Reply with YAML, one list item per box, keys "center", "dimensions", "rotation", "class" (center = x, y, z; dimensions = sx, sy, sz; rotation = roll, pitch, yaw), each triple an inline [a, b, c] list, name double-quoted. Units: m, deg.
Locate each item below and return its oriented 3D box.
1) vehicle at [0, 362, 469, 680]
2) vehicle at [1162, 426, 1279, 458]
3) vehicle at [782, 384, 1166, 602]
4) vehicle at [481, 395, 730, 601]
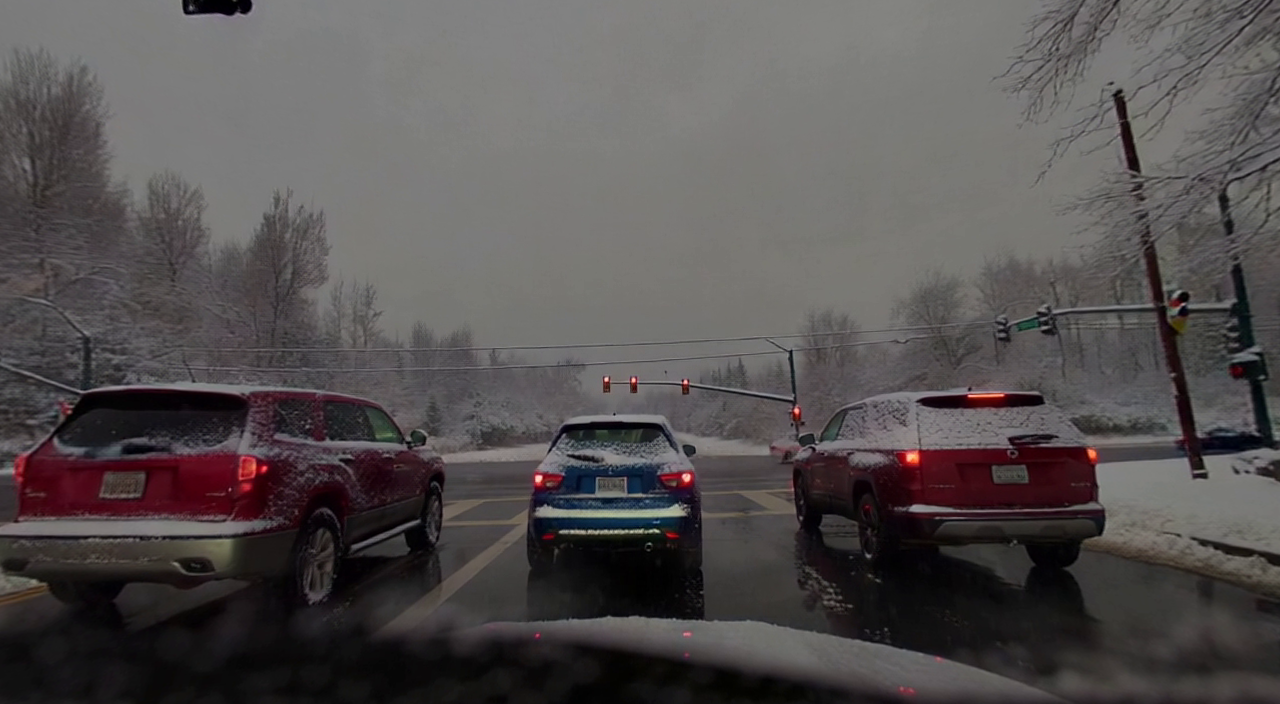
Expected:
- center: [-3.279, 1.280, 5.886]
  dimensions: [2.047, 1.810, 4.414]
  rotation: [0, -8, 1]
  class: "vehicle"
- center: [28.848, 4.400, 30.805]
  dimensions: [5.018, 1.435, 1.920]
  rotation: [0, -9, -3]
  class: "vehicle"
- center: [3.261, 1.487, 7.515]
  dimensions: [2.083, 1.779, 4.532]
  rotation: [0, -8, 0]
  class: "vehicle"
- center: [-0.239, 1.509, 7.318]
  dimensions: [2.067, 1.702, 3.987]
  rotation: [0, -8, 2]
  class: "vehicle"
